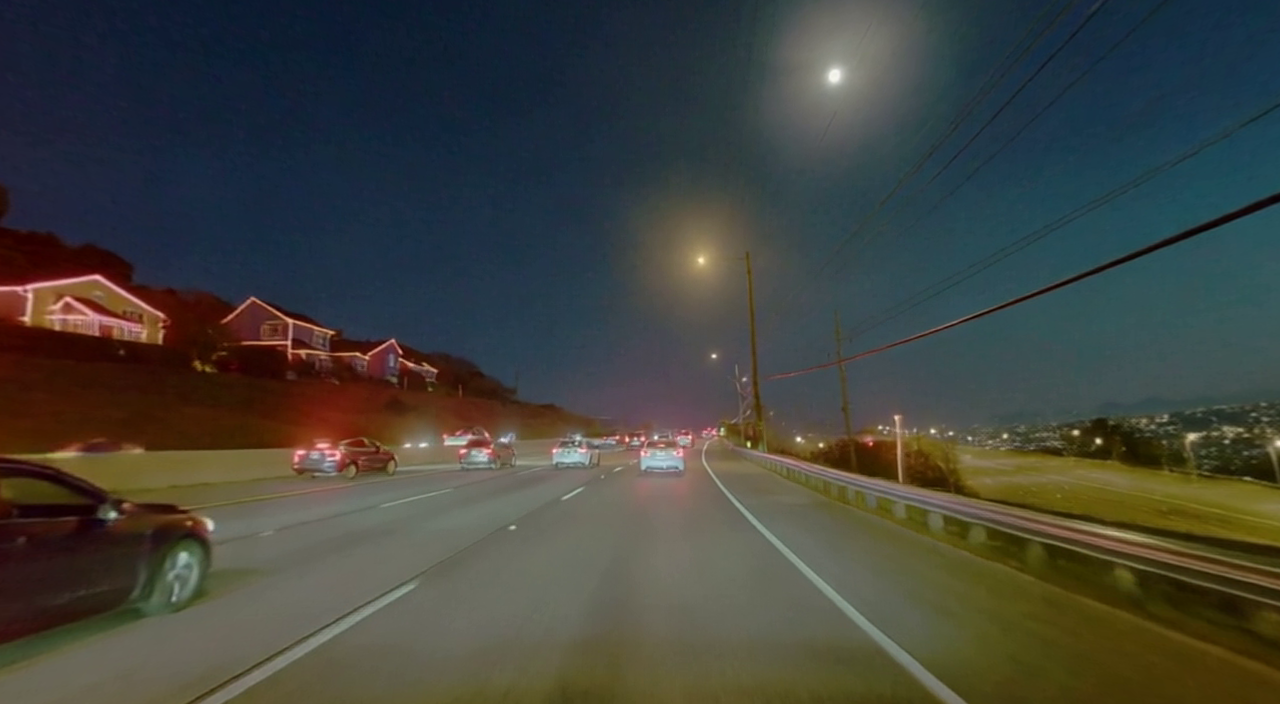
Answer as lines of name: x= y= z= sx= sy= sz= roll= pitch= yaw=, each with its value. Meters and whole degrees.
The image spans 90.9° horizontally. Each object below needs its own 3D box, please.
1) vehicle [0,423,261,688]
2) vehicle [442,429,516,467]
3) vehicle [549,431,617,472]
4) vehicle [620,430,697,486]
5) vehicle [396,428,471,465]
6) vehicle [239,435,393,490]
vehicle: x=-4.599 y=1.134 z=3.453 sx=1.956 sy=1.478 sz=4.789 roll=0 pitch=-8 yaw=2
vehicle: x=-8.191 y=4.941 z=32.541 sx=2.080 sy=1.833 sz=4.461 roll=-1 pitch=-8 yaw=9
vehicle: x=-2.378 y=4.335 z=27.726 sx=2.121 sy=1.639 sz=4.383 roll=-1 pitch=-8 yaw=6
vehicle: x=0.611 y=3.194 z=19.231 sx=2.109 sy=1.495 sz=3.935 roll=-1 pitch=-8 yaw=3
vehicle: x=-11.755 y=5.443 z=36.357 sx=2.105 sy=1.971 sz=4.868 roll=-1 pitch=-8 yaw=8
vehicle: x=-9.623 y=3.304 z=19.243 sx=1.959 sy=1.469 sz=4.450 roll=-1 pitch=-8 yaw=7
